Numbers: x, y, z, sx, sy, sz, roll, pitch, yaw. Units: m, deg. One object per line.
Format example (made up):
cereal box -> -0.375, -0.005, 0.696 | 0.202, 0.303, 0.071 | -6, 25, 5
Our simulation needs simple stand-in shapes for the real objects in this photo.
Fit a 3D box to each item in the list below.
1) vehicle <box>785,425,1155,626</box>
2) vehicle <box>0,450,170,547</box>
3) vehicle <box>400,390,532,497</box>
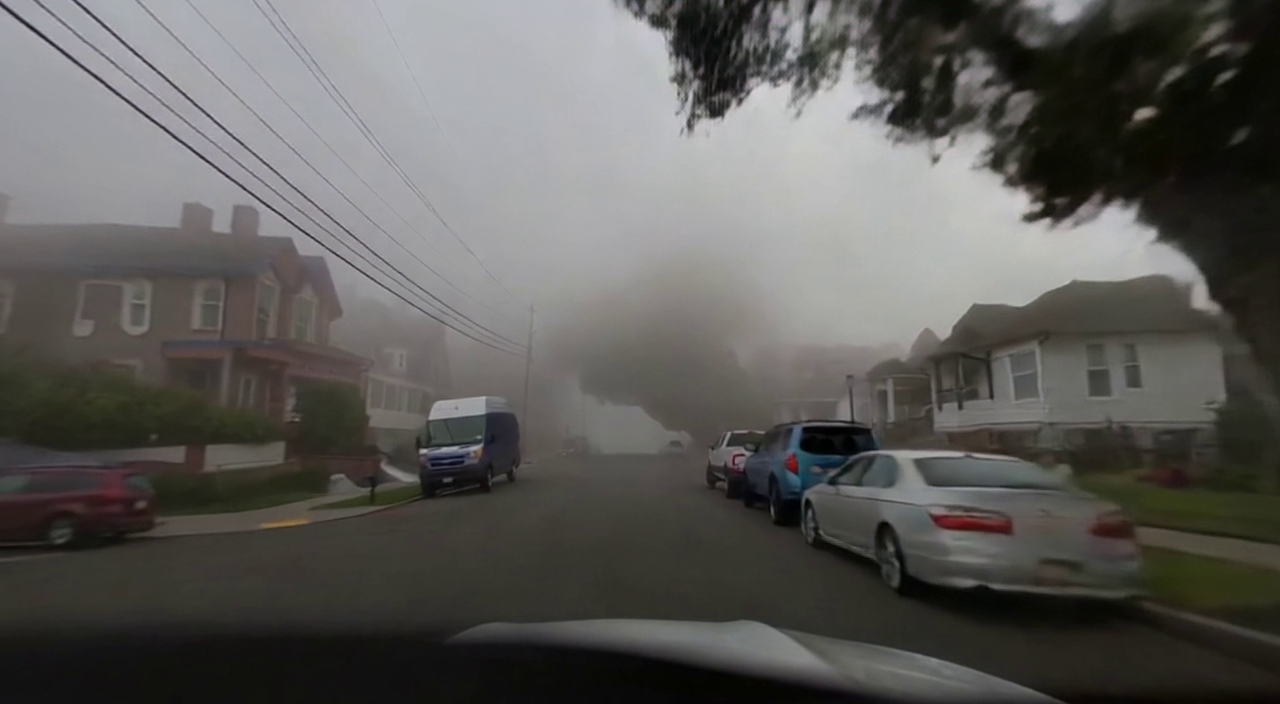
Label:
vehicle -> 3.333, 1.816, 7.701 | 2.010, 1.661, 4.615 | -1, -8, 0
vehicle -> -13.232, 3.221, 13.532 | 4.341, 1.728, 2.161 | -2, -16, -5
vehicle -> -6.645, 3.560, 25.470 | 3.115, 3.562, 7.695 | -2, -7, 0
